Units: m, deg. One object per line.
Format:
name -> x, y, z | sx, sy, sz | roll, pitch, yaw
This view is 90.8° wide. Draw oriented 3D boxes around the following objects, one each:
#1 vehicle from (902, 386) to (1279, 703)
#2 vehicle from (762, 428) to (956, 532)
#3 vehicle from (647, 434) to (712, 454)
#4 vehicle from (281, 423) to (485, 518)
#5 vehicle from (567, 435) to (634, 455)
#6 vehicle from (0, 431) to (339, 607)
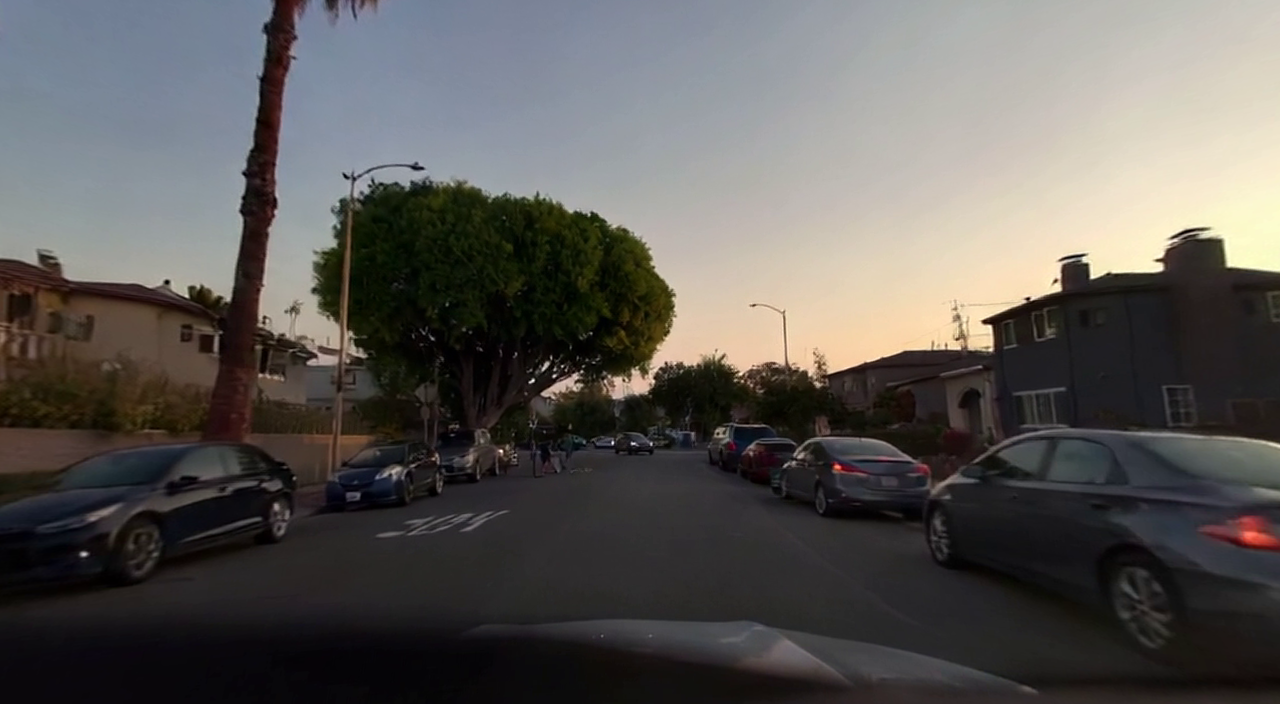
vehicle -> 4.087, 1.297, 5.235 | 1.998, 1.649, 4.175 | 0, -8, 0
vehicle -> 3.787, 2.280, 12.009 | 1.958, 1.485, 4.819 | 2, -8, 0
vehicle -> 2.892, 6.865, 46.965 | 4.663, 1.452, 1.853 | 0, -9, 1
vehicle -> -5.694, 2.726, 15.173 | 2.316, 1.808, 5.876 | 0, -8, 1
vehicle -> -2.908, 6.938, 47.026 | 4.828, 1.472, 1.863 | 0, -9, 0
vehicle -> -5.777, 1.815, 7.914 | 1.849, 1.531, 4.562 | 0, -8, -1
